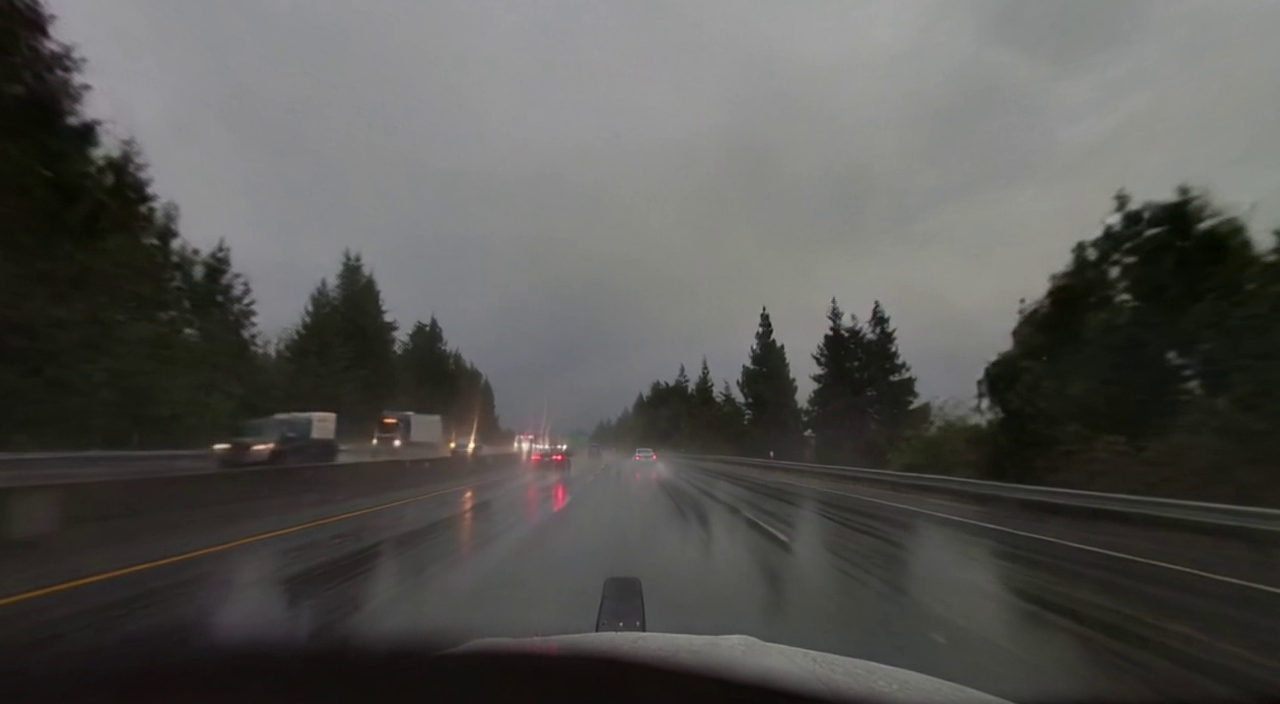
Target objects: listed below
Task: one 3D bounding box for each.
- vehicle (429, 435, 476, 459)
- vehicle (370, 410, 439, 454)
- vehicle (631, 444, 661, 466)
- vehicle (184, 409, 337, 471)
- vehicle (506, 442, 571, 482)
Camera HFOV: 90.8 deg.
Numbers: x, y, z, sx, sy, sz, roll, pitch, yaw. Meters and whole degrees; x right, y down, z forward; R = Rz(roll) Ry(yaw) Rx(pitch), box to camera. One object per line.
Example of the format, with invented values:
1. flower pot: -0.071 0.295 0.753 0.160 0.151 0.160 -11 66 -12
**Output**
1. vehicle: -13.213 6.767 44.840 1.988 1.578 4.686 0 -8 -1
2. vehicle: -18.186 6.353 49.335 2.562 3.155 7.175 0 -9 0
3. vehicle: 0.380 7.422 45.530 2.008 1.499 3.192 0 -8 -2
4. vehicle: -12.868 3.071 21.901 2.240 1.873 4.906 0 -9 0
5. vehicle: -4.185 4.600 26.704 2.054 1.500 4.469 0 -8 0
